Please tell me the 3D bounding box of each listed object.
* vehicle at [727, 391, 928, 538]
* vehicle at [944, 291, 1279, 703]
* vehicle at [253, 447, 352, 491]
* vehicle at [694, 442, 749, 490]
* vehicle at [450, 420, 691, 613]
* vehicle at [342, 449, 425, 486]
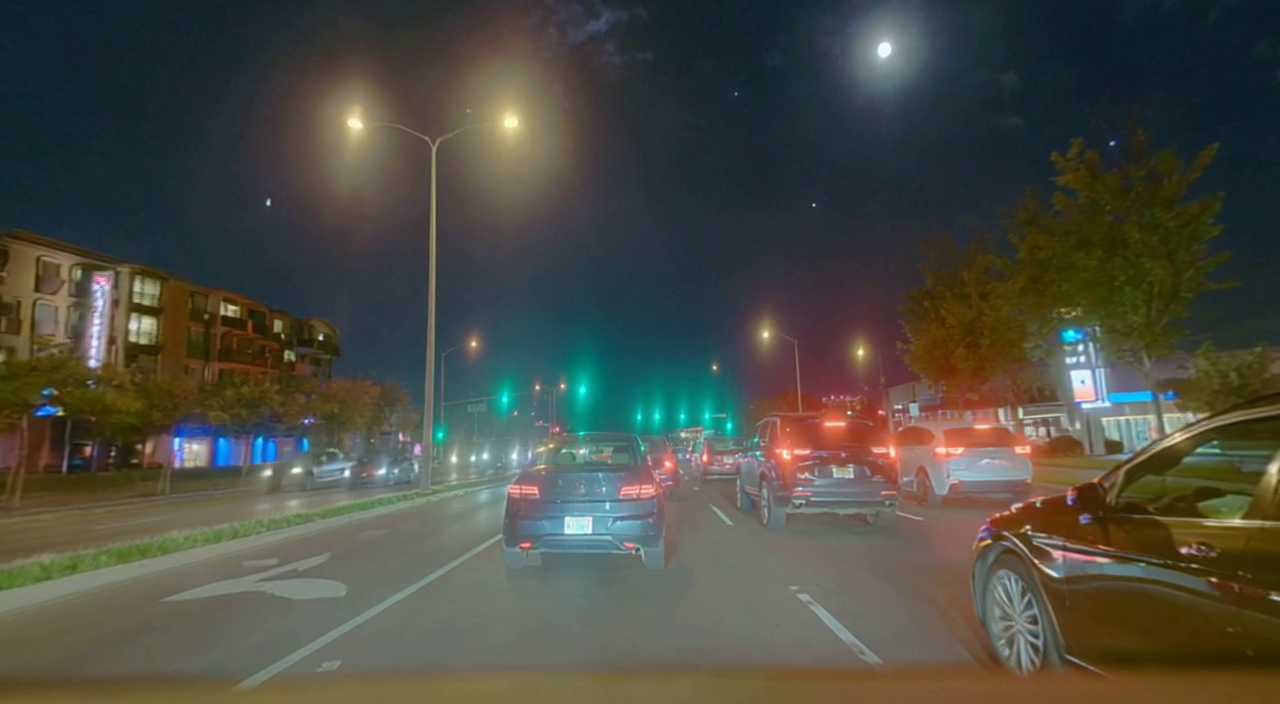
[{"bbox_3d":[3.574,2.317,13.569,2.516,2.481,5.766,0,-8,0],"label":"vehicle"},{"bbox_3d":[3.159,0.795,2.189,1.982,1.960,4.427,0,-8,1],"label":"vehicle"},{"bbox_3d":[-16.126,5.563,30.361,2.077,1.925,4.626,0,-8,2],"label":"vehicle"},{"bbox_3d":[3.008,4.268,23.933,1.518,1.650,4.408,0,-8,1],"label":"vehicle"},{"bbox_3d":[-0.586,1.746,7.611,2.111,1.676,4.018,0,-8,1],"label":"vehicle"},{"bbox_3d":[-12.511,5.650,31.047,2.005,1.660,4.676,0,-8,2],"label":"vehicle"}]
